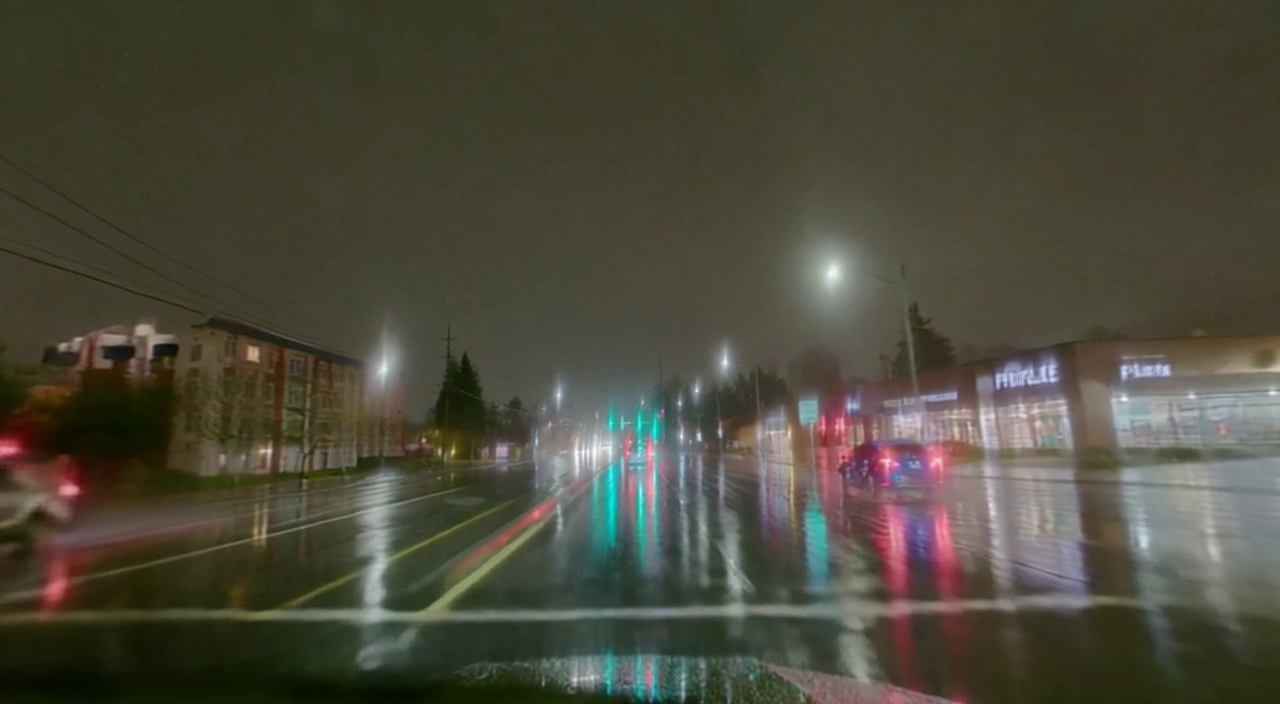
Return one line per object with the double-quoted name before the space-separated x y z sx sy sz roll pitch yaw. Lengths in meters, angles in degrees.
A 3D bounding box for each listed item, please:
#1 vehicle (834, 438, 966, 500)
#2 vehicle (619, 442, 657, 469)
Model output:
"vehicle" 6.847 3.083 17.185 1.849 1.464 4.119 0 -8 0
"vehicle" -0.158 5.960 36.632 2.027 1.494 3.942 0 -8 -1
